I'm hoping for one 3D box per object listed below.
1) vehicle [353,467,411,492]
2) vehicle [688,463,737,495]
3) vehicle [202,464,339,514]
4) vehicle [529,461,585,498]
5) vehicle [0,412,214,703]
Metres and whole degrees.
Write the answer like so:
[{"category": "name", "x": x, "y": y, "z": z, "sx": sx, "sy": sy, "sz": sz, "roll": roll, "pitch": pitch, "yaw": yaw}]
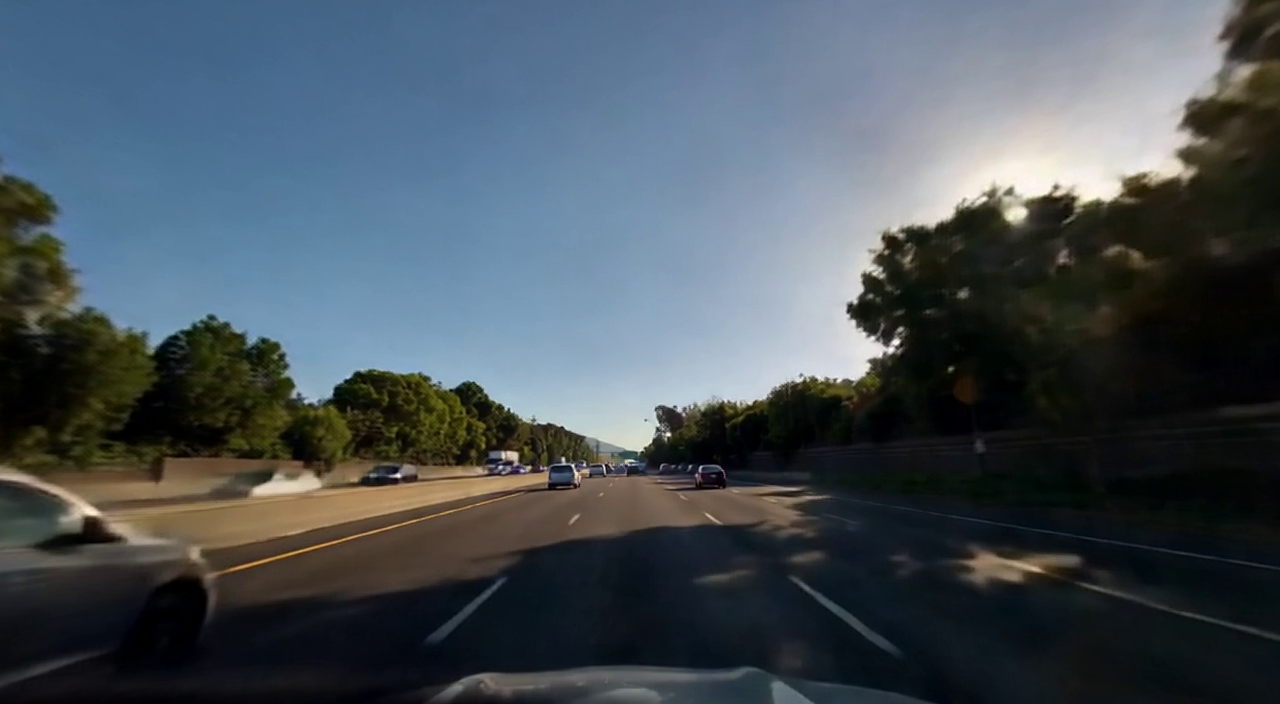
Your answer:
[{"category": "vehicle", "x": -15.645, "y": 7.741, "z": 38.408, "sx": 1.895, "sy": 1.428, "sz": 3.703, "roll": 1, "pitch": -10, "yaw": 0}, {"category": "vehicle", "x": 3.680, "y": 6.541, "z": 32.704, "sx": 1.981, "sy": 1.516, "sz": 4.109, "roll": 1, "pitch": -10, "yaw": 0}, {"category": "vehicle", "x": -12.441, "y": 4.638, "z": 21.647, "sx": 1.916, "sy": 1.493, "sz": 4.490, "roll": 0, "pitch": -10, "yaw": 0}, {"category": "vehicle", "x": -3.640, "y": 5.679, "z": 28.232, "sx": 2.000, "sy": 1.484, "sz": 3.995, "roll": 1, "pitch": -10, "yaw": -1}, {"category": "vehicle", "x": -3.580, "y": 0.751, "z": 1.315, "sx": 2.004, "sy": 1.468, "sz": 4.812, "roll": 1, "pitch": -10, "yaw": 0}]
